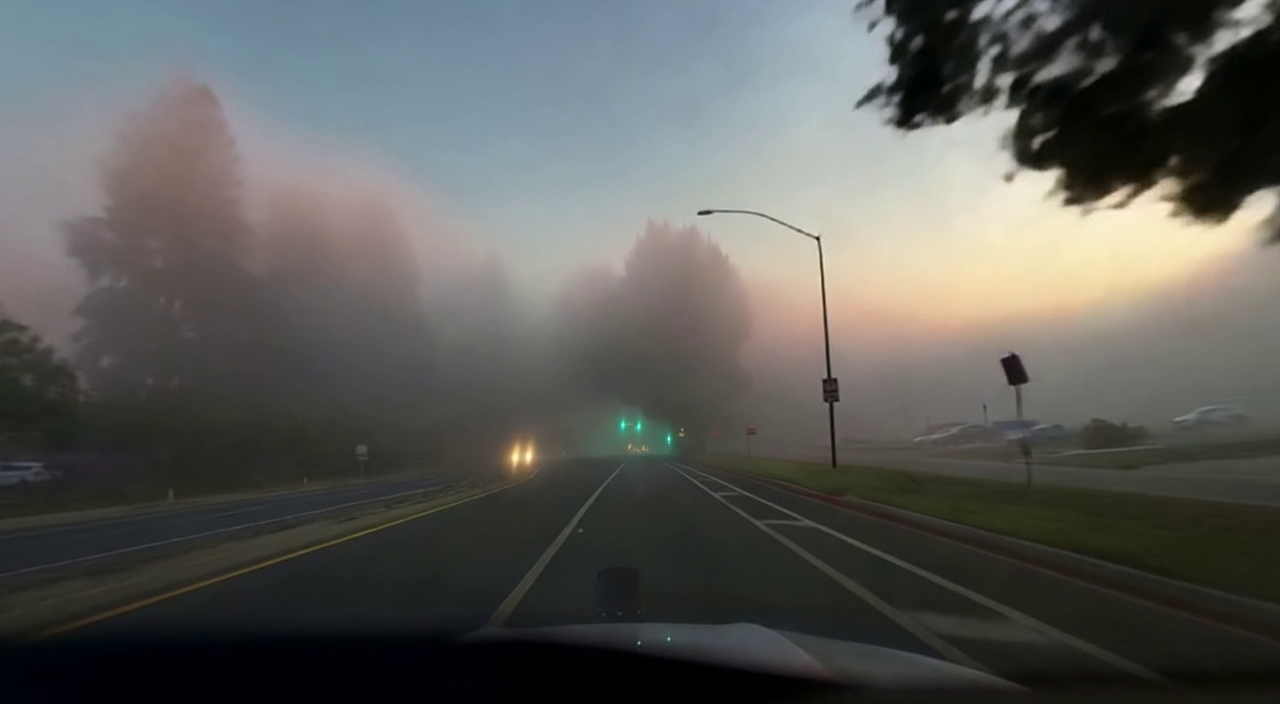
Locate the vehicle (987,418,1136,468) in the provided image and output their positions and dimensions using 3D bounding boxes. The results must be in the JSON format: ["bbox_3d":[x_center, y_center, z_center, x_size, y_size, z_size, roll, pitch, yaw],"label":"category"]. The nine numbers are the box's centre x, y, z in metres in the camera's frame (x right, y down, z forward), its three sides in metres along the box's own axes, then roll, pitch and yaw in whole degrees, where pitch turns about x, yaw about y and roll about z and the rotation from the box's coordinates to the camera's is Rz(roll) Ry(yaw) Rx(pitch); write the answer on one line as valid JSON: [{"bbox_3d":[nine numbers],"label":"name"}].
[{"bbox_3d":[15.618,3.451,23.849,2.106,1.670,5.008,0,-8,0],"label":"vehicle"}]

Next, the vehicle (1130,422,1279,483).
[{"bbox_3d":[16.000,2.673,16.928,1.849,1.415,4.801,0,-8,0],"label":"vehicle"}]
